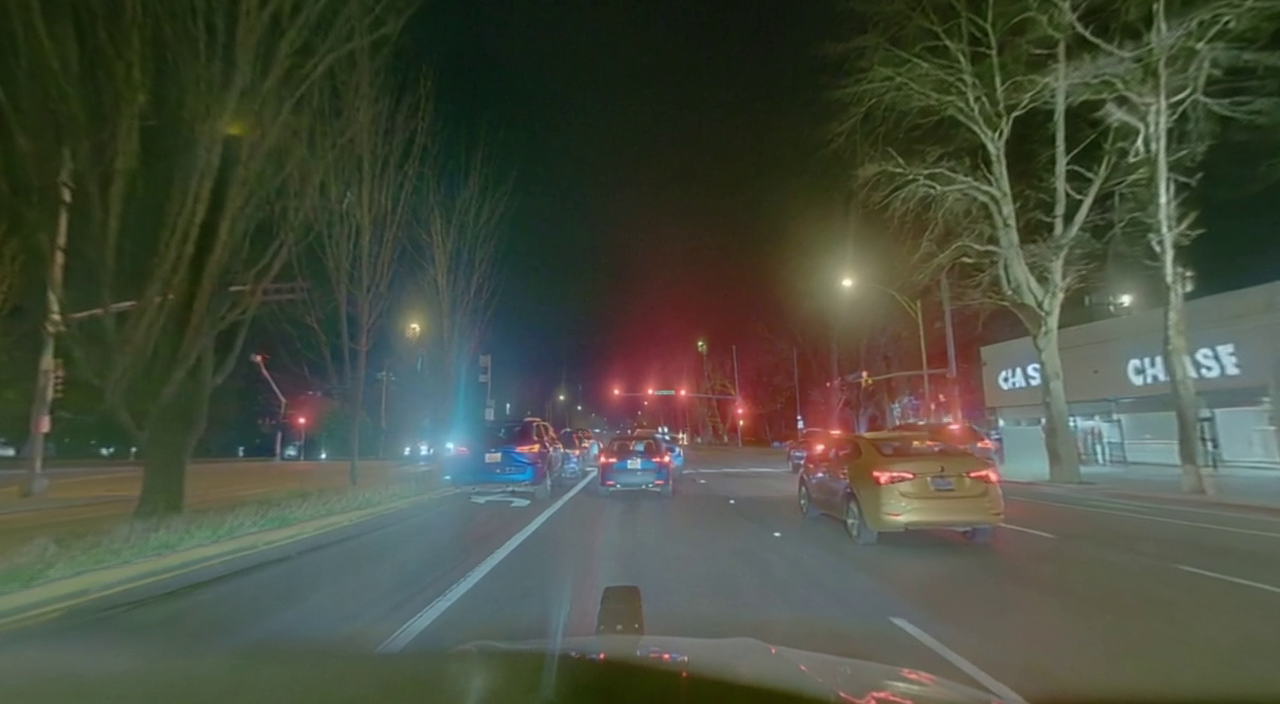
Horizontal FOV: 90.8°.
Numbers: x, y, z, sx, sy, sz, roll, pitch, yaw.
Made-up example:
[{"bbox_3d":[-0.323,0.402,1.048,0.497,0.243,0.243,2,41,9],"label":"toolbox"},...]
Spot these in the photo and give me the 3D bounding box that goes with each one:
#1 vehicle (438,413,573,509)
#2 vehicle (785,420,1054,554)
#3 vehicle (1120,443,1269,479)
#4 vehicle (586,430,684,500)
[{"bbox_3d":[-2.842,2.453,14.610,2.064,1.825,4.760,0,-8,0],"label":"vehicle"},{"bbox_3d":[3.651,1.837,9.340,1.861,1.473,4.393,0,-8,-2],"label":"vehicle"},{"bbox_3d":[23.148,4.562,26.513,4.368,1.448,1.876,-1,-8,2],"label":"vehicle"},{"bbox_3d":[-0.131,2.726,15.627,2.097,1.480,4.006,0,-8,-1],"label":"vehicle"}]
